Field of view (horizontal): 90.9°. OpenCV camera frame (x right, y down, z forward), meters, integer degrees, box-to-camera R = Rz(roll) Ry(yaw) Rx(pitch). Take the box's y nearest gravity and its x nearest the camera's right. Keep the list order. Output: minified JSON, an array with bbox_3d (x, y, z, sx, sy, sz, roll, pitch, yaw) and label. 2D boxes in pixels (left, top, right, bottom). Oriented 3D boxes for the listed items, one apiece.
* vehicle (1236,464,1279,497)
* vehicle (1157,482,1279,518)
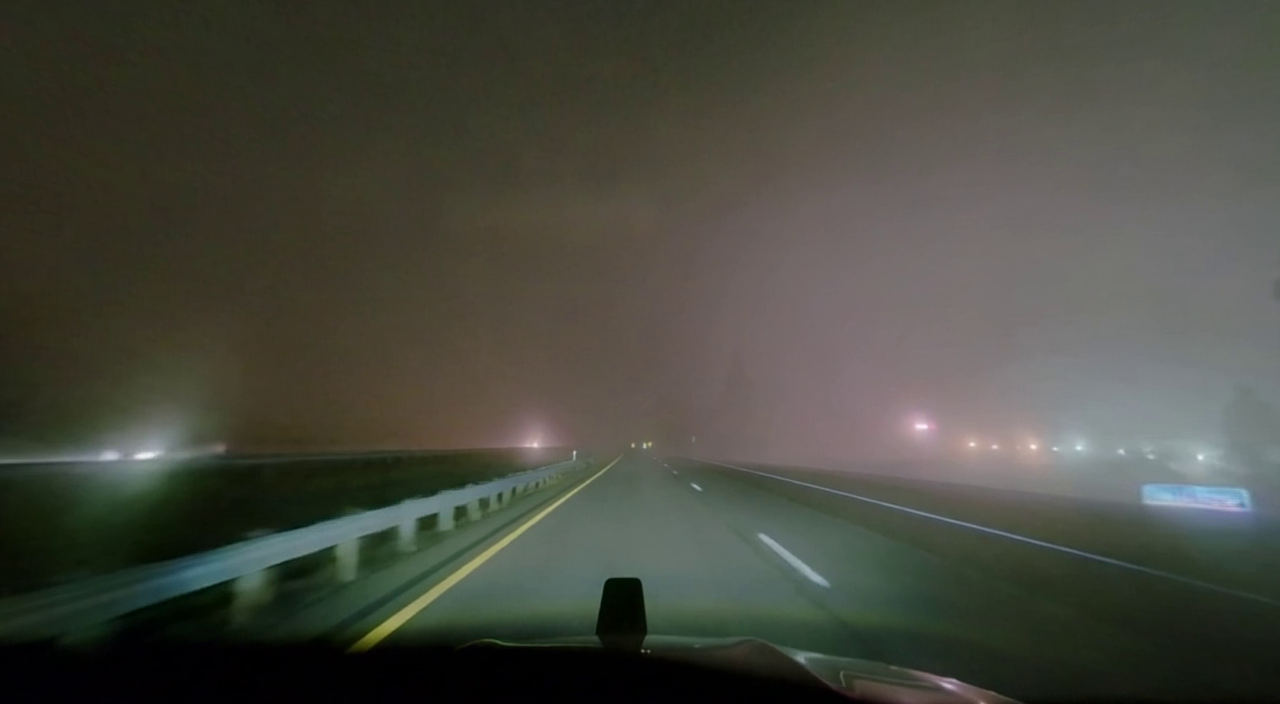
[{"bbox_3d":[41.480,8.454,41.892,5.153,1.909,2.163,7,-12,-42],"label":"vehicle"},{"bbox_3d":[28.956,7.311,31.336,4.599,1.466,1.982,-4,-9,27],"label":"vehicle"}]
